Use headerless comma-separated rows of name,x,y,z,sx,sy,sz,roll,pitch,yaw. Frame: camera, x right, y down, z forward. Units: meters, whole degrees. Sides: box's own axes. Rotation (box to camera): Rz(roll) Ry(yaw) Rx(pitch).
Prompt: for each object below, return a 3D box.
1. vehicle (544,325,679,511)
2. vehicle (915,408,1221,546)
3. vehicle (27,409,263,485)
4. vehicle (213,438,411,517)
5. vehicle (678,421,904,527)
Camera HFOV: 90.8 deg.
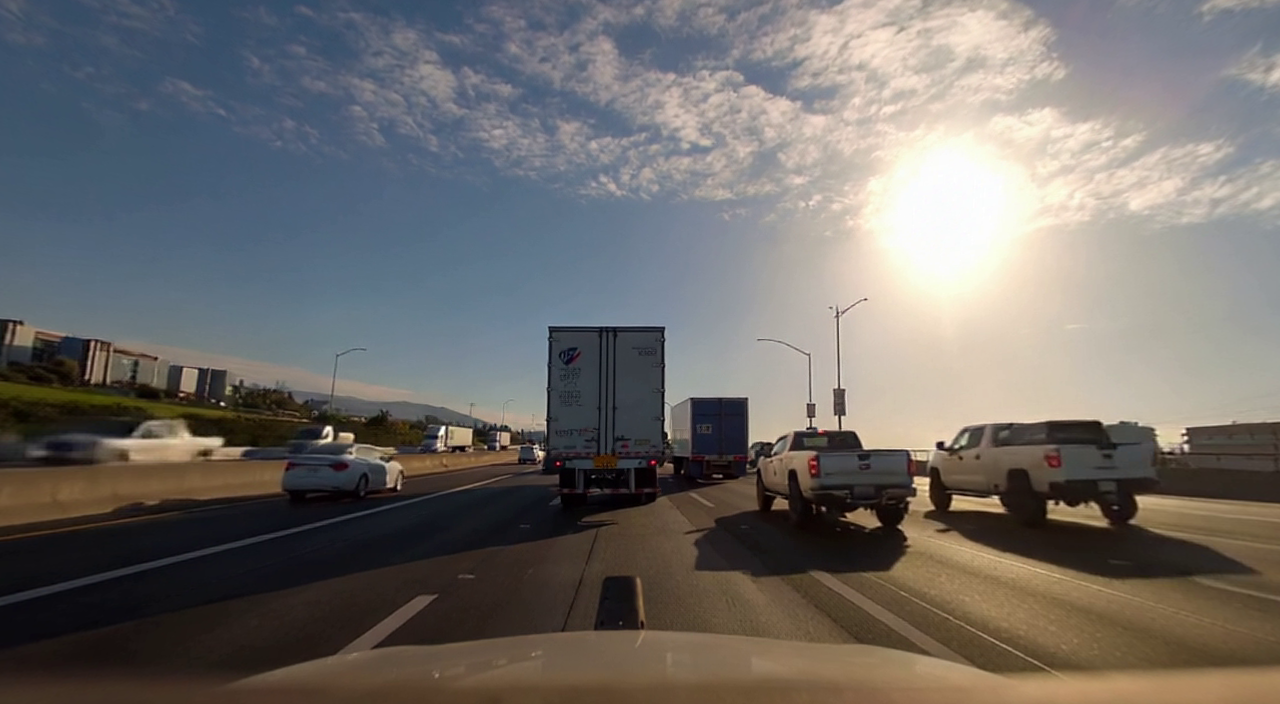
vehicle,-0.650,2.215,19.197,2.906,4.040,10.743,0,-9,0
vehicle,6.977,2.086,11.142,2.070,1.888,4.546,0,-9,-2
vehicle,-12.918,2.580,17.139,2.050,1.703,5.398,0,-9,0
vehicle,-7.101,2.751,14.423,1.973,1.471,4.779,0,-9,0
vehicle,3.246,3.391,19.127,2.869,1.940,14.755,0,-9,-2
